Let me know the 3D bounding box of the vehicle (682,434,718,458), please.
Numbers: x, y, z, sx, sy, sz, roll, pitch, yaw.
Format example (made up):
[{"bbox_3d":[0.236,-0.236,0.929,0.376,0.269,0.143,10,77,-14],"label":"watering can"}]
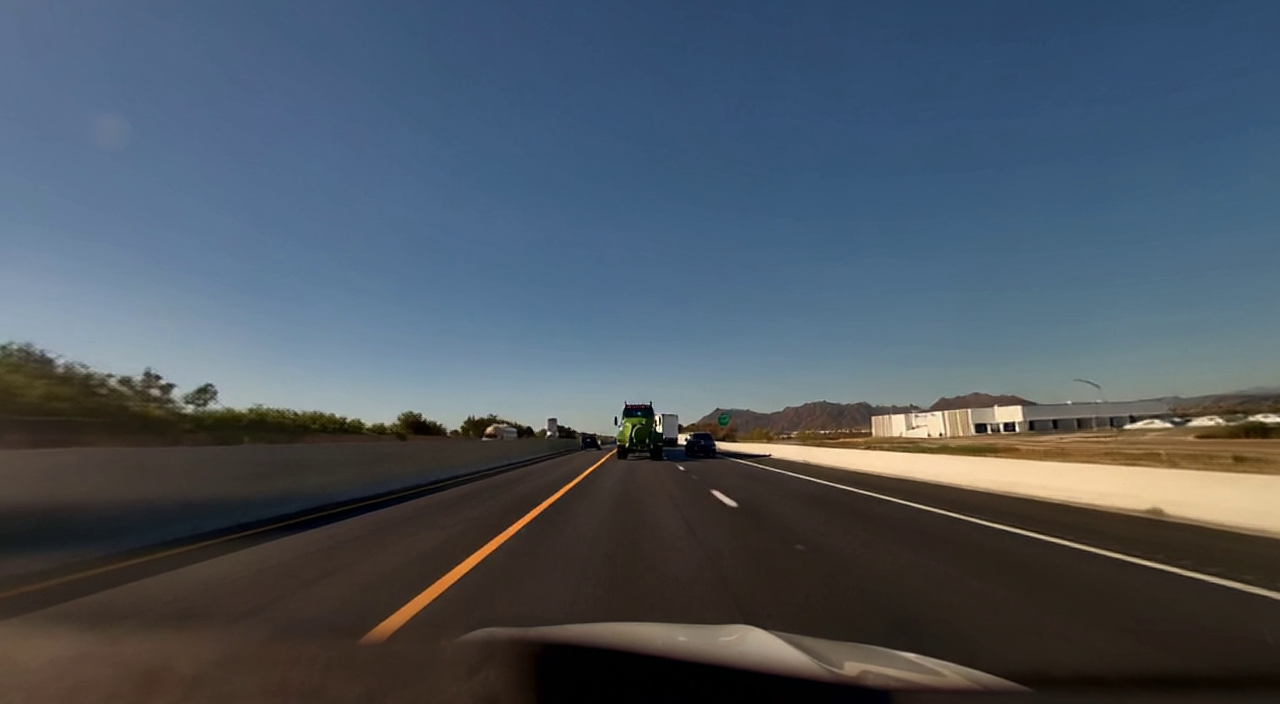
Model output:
[{"bbox_3d":[3.886,6.183,41.652,1.910,1.492,4.324,0,-8,-1],"label":"vehicle"}]

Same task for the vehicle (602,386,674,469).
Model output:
[{"bbox_3d":[-0.268,3.991,32.604,2.953,3.406,13.372,0,-7,-2],"label":"vehicle"}]

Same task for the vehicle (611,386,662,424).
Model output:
[{"bbox_3d":[-0.180,2.425,28.040,2.112,1.472,4.240,0,-8,-1],"label":"vehicle"}]
